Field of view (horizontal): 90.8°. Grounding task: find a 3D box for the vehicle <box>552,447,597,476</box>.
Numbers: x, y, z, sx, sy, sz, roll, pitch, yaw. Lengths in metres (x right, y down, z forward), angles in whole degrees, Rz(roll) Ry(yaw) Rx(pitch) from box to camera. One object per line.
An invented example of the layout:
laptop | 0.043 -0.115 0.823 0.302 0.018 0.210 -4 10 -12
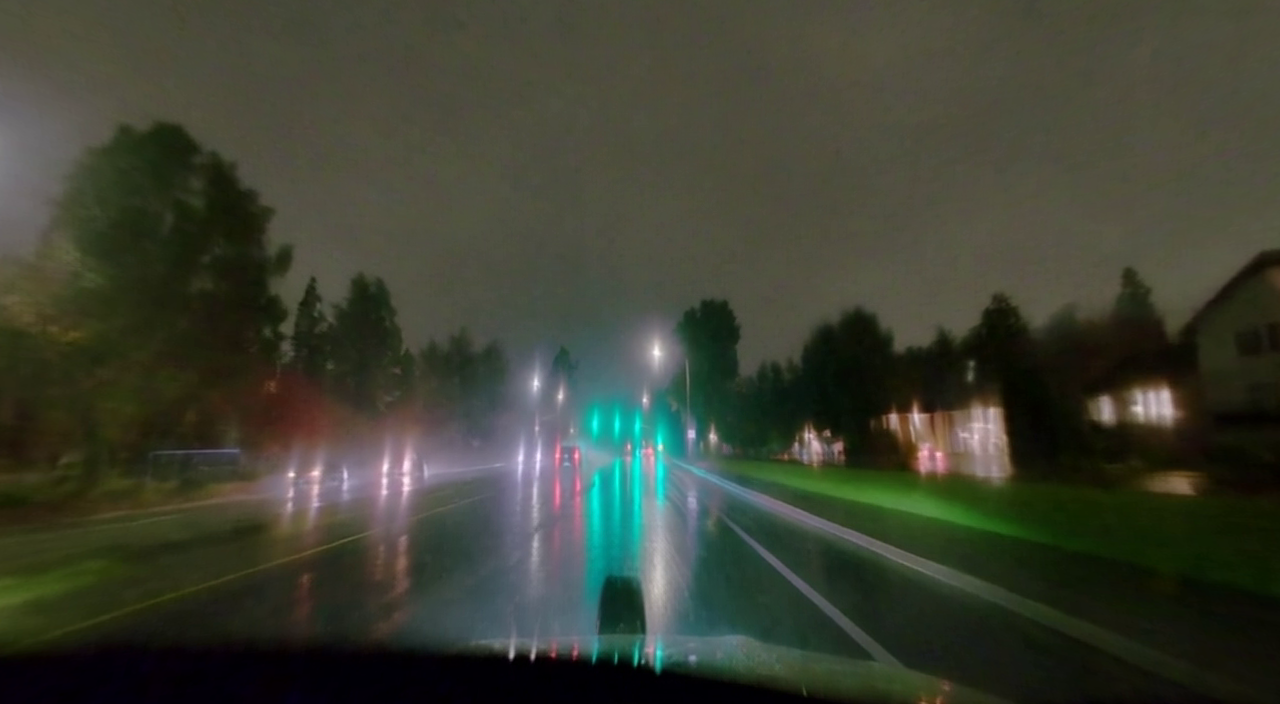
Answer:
vehicle | -3.486 5.910 34.269 1.992 1.447 4.044 0 -9 0

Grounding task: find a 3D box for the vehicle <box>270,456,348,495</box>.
vehicle | -17.496 6.514 33.661 1.948 1.602 4.544 -4 -7 -3

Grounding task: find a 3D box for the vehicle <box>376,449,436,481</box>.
vehicle | -17.406 8.373 47.275 2.255 1.987 5.723 -4 -8 1
